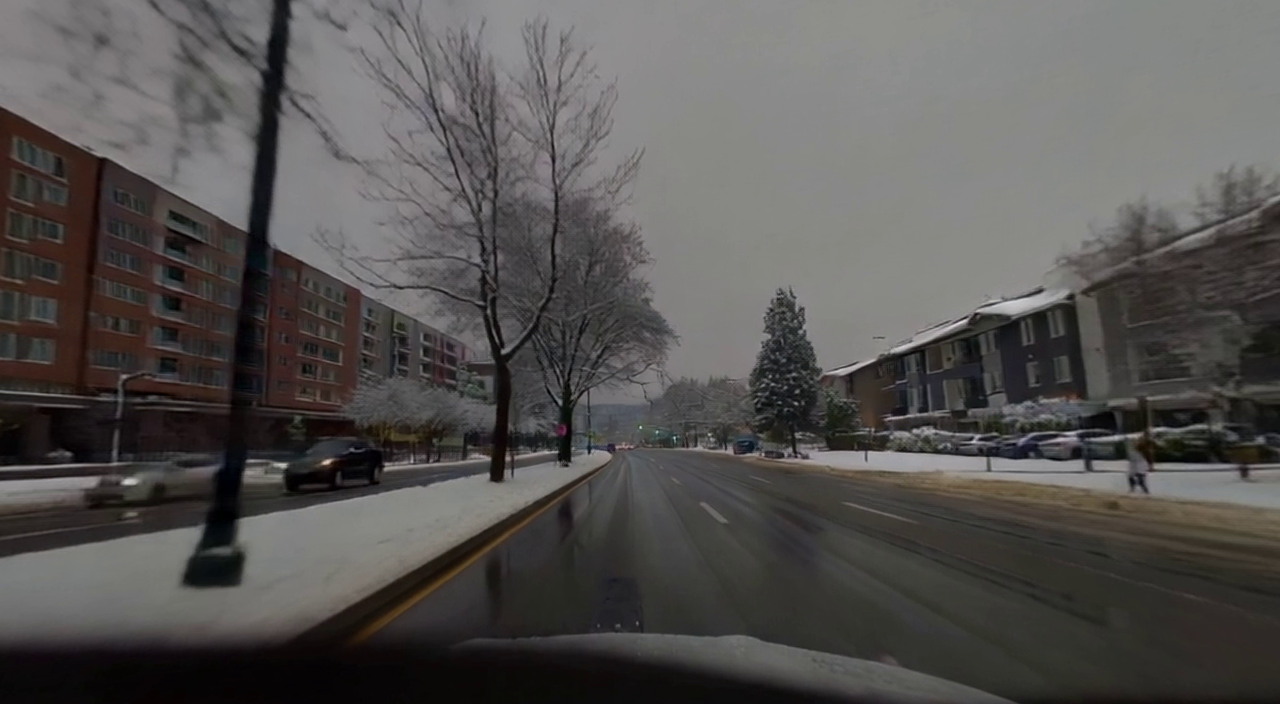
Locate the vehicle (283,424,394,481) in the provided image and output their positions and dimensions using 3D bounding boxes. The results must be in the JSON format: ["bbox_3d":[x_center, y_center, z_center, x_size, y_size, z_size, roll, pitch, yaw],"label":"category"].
[{"bbox_3d":[-15.850,5.344,33.789,2.725,2.768,6.120,0,-9,1],"label":"vehicle"}]

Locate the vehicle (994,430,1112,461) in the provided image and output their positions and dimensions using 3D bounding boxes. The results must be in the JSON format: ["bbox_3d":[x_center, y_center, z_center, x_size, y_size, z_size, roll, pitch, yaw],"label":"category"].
[{"bbox_3d":[21.967,4.997,33.755,4.739,1.569,2.097,-1,-9,4],"label":"vehicle"}]

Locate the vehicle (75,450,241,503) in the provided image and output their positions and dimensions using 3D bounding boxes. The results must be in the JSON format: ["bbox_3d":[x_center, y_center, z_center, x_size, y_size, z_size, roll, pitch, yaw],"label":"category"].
[{"bbox_3d":[-15.942,4.104,21.281,1.966,1.523,4.555,0,-9,0],"label":"vehicle"}]
